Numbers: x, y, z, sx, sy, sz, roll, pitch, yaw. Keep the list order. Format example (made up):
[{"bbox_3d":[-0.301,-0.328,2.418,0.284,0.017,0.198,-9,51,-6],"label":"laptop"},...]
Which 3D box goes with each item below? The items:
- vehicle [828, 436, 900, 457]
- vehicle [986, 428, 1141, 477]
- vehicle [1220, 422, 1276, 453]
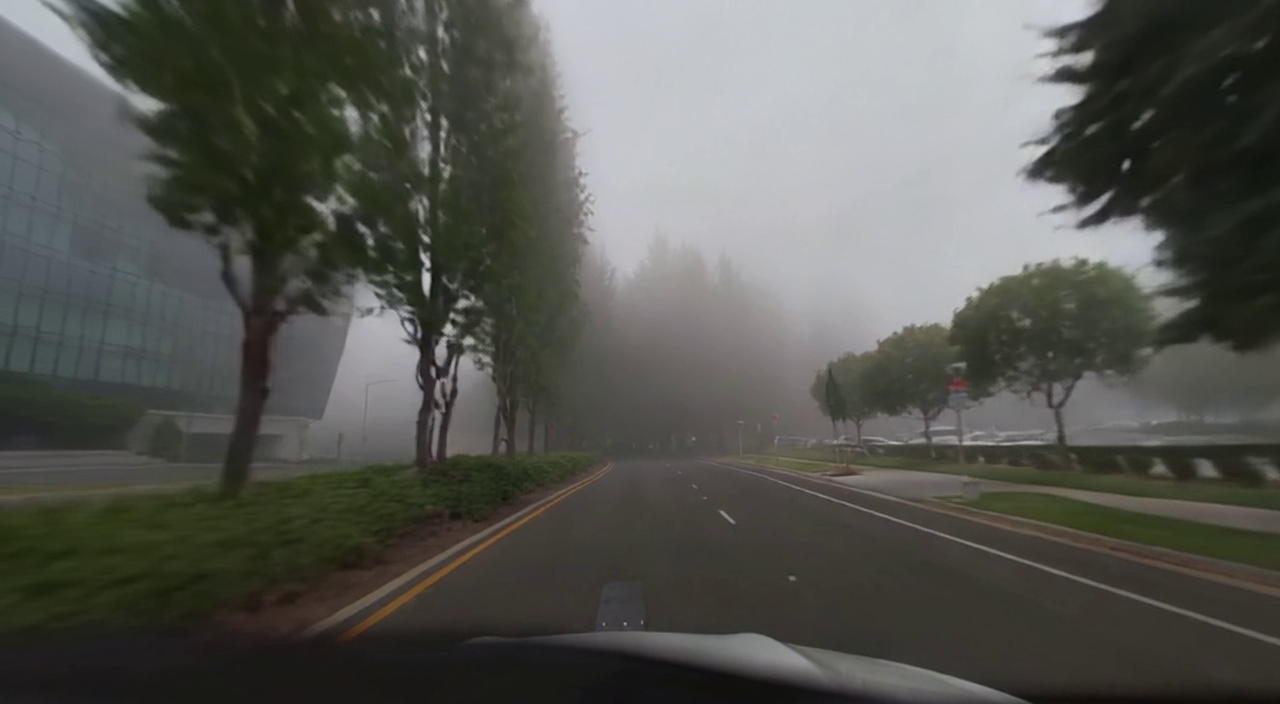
[{"bbox_3d":[16.300,6.898,45.996,4.526,1.517,1.979,1,-9,-5],"label":"vehicle"},{"bbox_3d":[15.664,3.738,23.517,4.198,1.552,2.087,-2,-9,0],"label":"vehicle"},{"bbox_3d":[35.167,4.968,36.527,1.924,1.636,4.297,-6,-10,40],"label":"vehicle"}]
